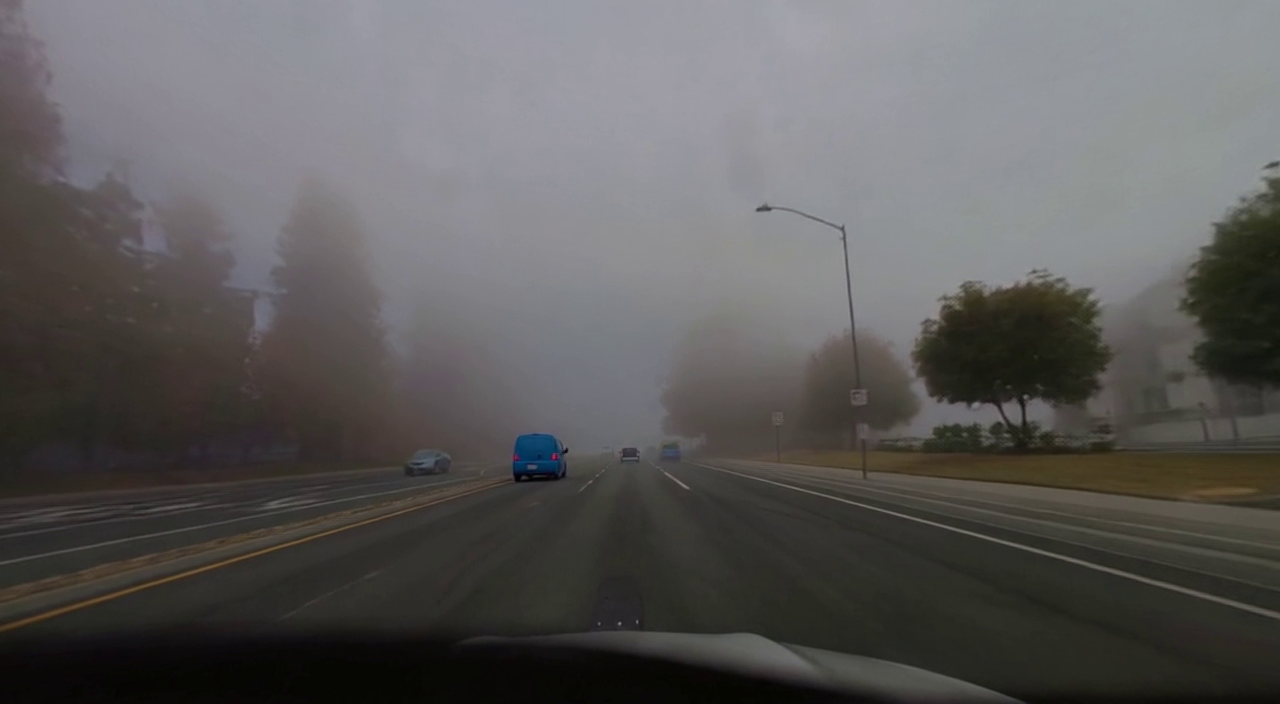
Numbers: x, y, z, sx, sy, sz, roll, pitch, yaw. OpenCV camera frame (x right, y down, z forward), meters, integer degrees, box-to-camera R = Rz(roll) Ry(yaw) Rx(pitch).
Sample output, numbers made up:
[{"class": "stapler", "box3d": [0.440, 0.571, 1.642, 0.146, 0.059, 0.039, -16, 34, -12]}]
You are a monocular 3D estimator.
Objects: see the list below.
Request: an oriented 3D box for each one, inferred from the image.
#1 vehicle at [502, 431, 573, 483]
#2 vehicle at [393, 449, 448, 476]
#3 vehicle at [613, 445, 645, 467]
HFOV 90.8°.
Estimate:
[{"class": "vehicle", "box3d": [-3.980, 4.157, 25.343, 2.075, 1.863, 4.744, 0, -9, -1]}, {"class": "vehicle", "box3d": [-13.417, 6.743, 38.906, 2.060, 1.506, 4.827, 0, -8, -6]}, {"class": "vehicle", "box3d": [-0.778, 7.062, 43.136, 2.039, 1.455, 3.826, 0, -8, -2]}]
